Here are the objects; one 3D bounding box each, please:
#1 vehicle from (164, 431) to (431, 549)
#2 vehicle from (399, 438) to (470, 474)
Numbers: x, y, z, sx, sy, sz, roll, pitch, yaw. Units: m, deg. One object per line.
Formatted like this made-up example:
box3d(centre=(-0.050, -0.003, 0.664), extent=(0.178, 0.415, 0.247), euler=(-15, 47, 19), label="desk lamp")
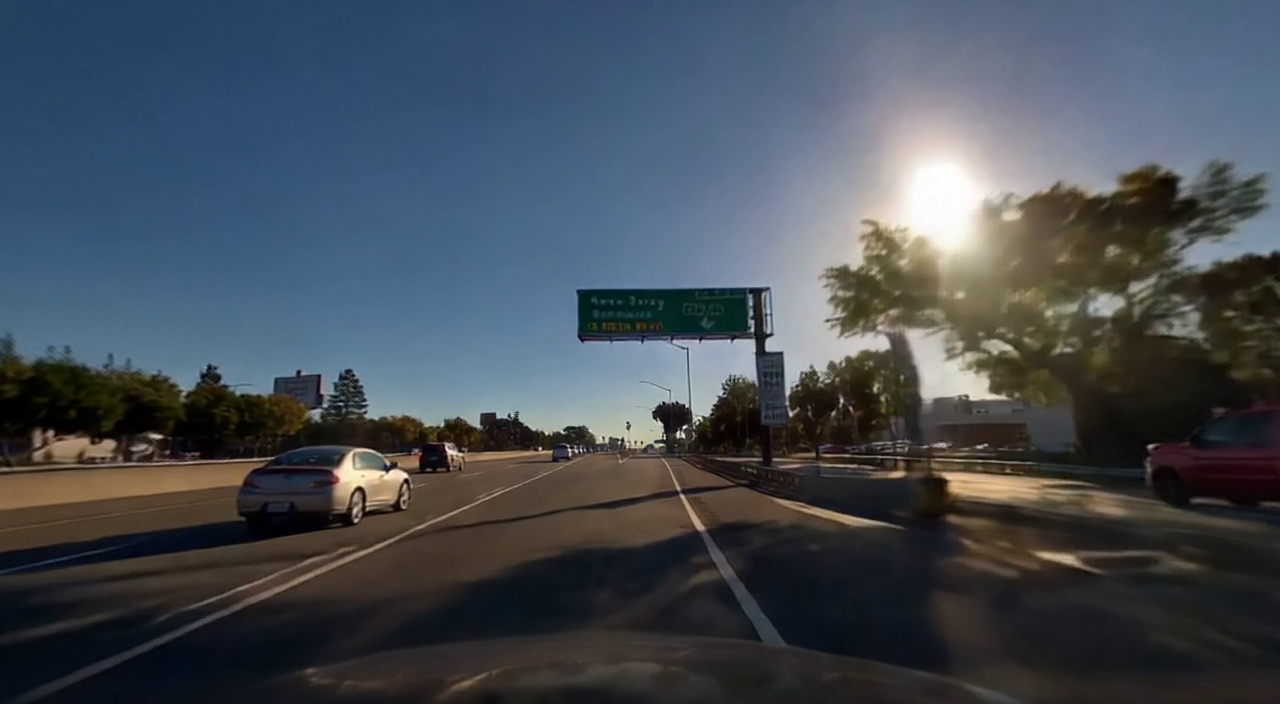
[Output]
box3d(centre=(-5.162, 2.113, 10.500), extent=(1.940, 1.479, 4.777), euler=(0, -8, -2), label="vehicle")
box3d(centre=(-10.532, 5.376, 32.849), extent=(2.126, 1.671, 5.173), euler=(0, -8, -2), label="vehicle")
